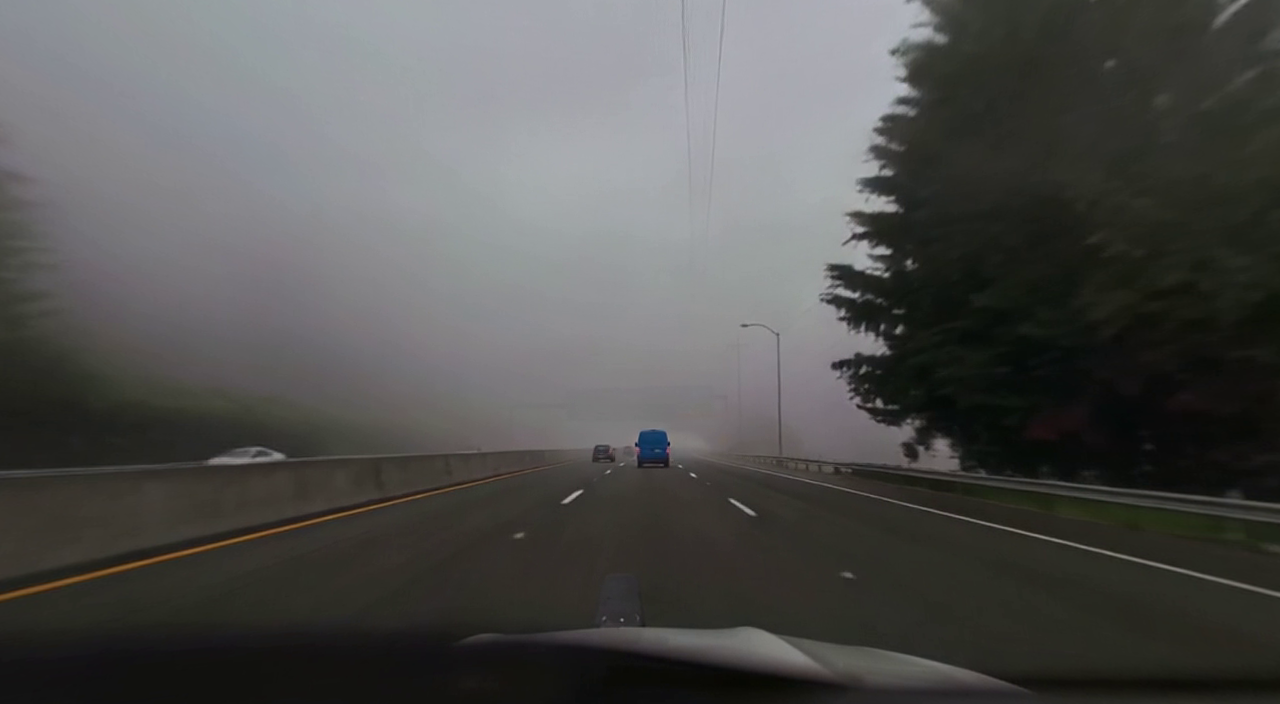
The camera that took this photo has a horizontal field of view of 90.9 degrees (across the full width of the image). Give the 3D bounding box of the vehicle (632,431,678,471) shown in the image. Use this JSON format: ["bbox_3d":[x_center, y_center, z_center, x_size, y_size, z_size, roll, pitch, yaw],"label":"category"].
[{"bbox_3d":[0.815,5.312,33.769,2.261,1.969,5.104,0,-9,2],"label":"vehicle"}]

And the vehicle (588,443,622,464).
[{"bbox_3d":[-2.451,7.335,45.471,1.996,1.433,4.316,0,-9,3],"label":"vehicle"}]
